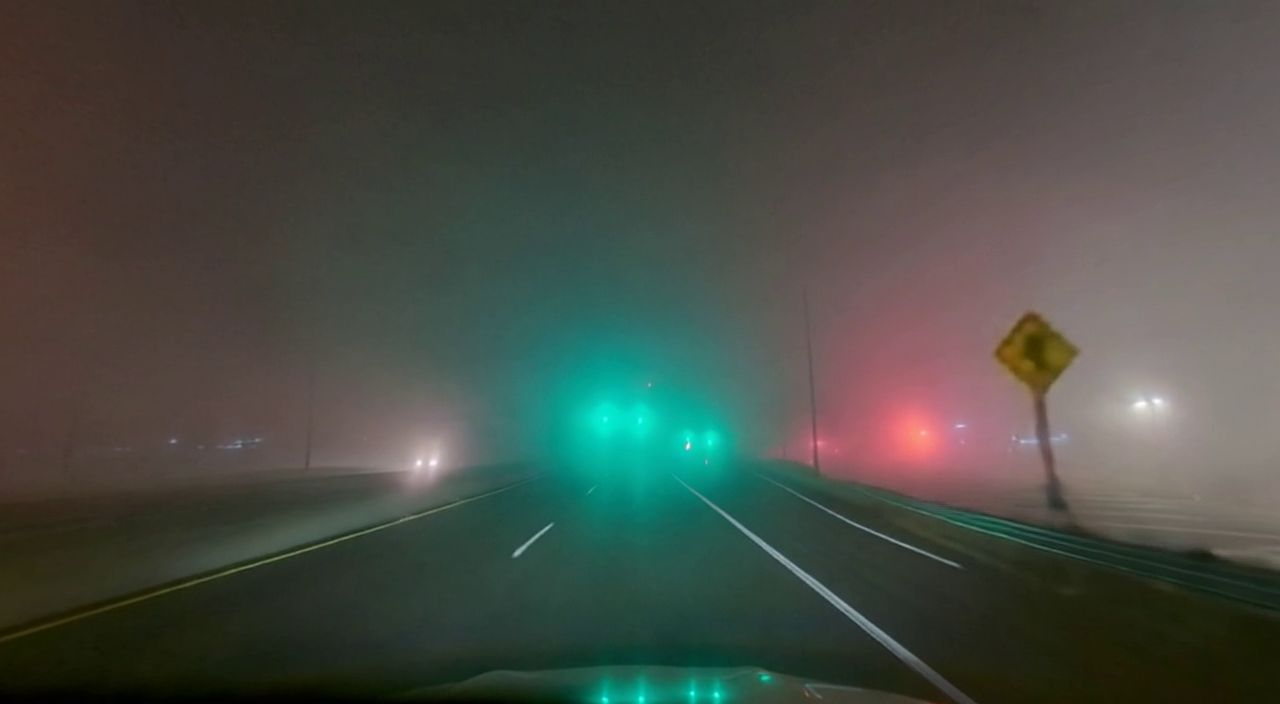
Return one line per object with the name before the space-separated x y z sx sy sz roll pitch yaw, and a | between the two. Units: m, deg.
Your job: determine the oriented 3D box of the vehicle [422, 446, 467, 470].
vehicle | -14.631 7.927 47.332 2.020 1.719 4.366 0 -8 -1
